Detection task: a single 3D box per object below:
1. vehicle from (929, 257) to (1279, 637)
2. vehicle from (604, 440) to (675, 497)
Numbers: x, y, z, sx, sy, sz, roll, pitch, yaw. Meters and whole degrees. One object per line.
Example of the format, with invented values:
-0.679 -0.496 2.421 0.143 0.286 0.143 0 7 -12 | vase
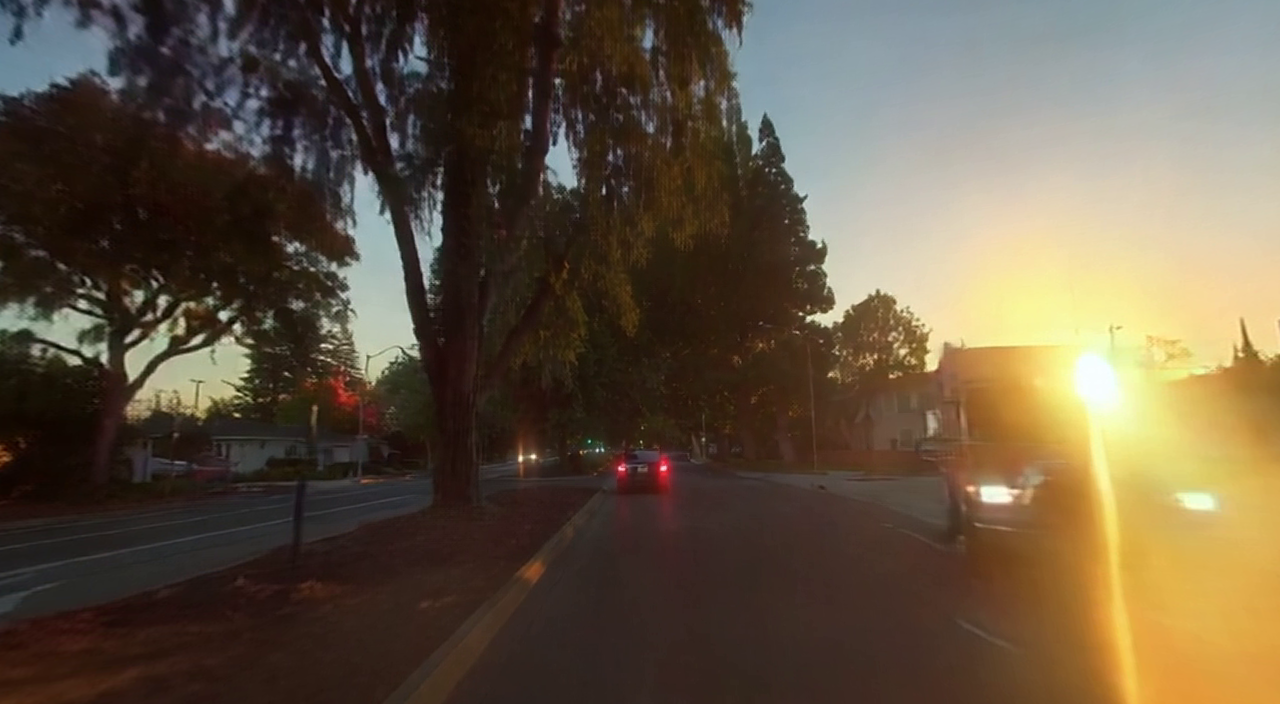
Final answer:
5.205 1.181 7.762 2.654 2.824 5.794 -7 -11 24 | vehicle
0.015 3.745 20.642 2.106 1.655 3.717 0 -8 1 | vehicle
